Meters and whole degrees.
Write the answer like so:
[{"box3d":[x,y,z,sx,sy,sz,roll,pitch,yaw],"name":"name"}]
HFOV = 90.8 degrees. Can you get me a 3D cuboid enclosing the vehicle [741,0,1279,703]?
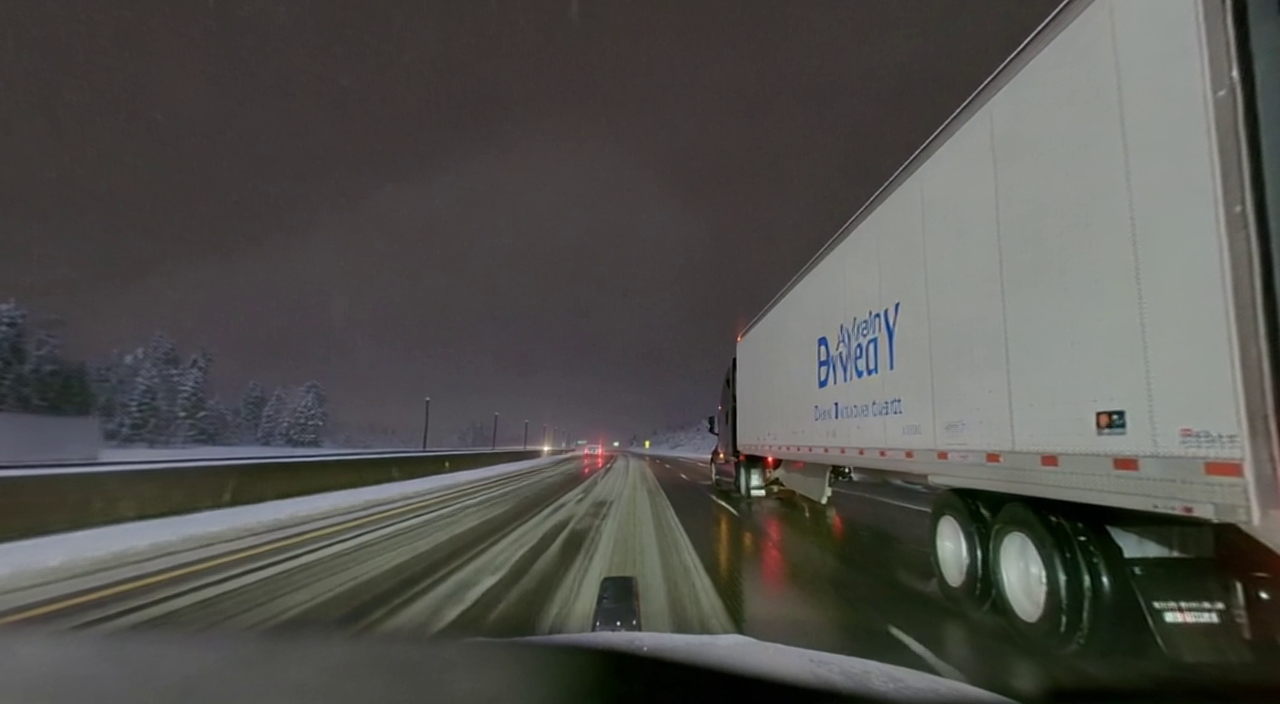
[{"box3d":[3.914,0.573,8.867,2.962,4.132,12.720,0,-8,0],"name":"vehicle"}]
